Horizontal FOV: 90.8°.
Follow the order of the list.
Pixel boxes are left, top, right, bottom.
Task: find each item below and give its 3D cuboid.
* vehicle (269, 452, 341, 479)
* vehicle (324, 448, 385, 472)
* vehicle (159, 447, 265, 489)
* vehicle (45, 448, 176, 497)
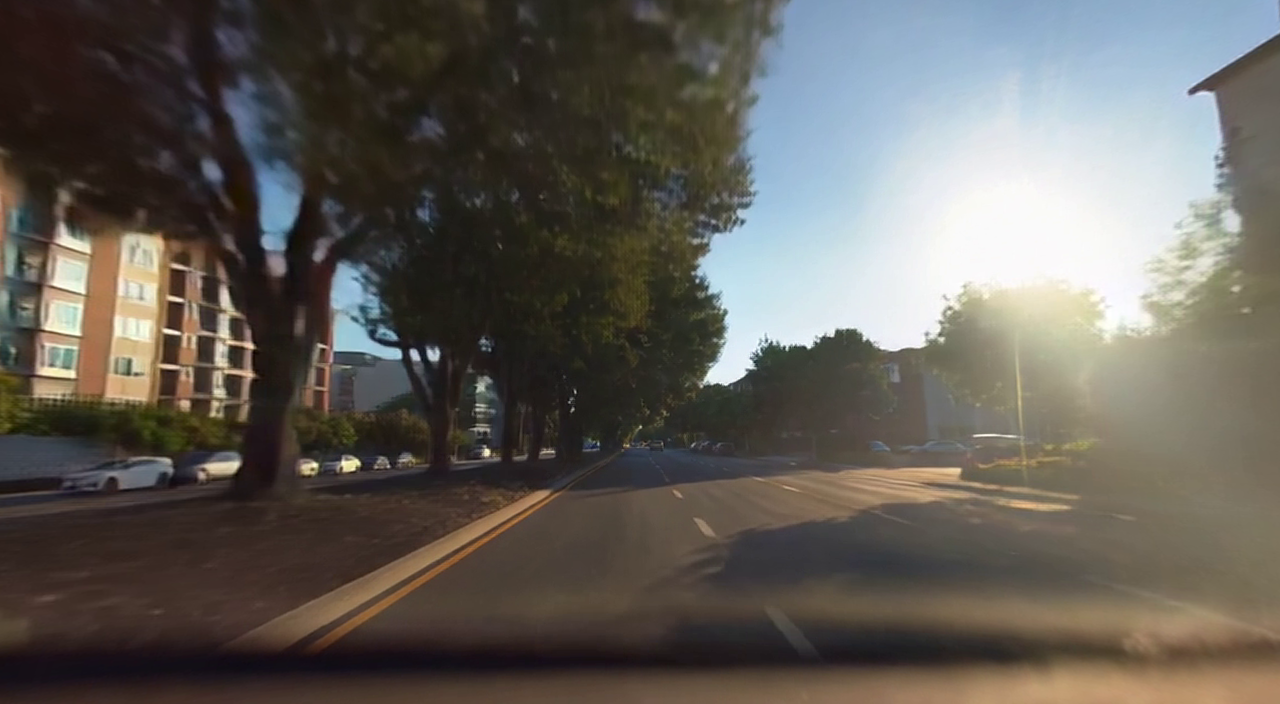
[{"bbox_3d":[-20.328,6.852,38.529,1.798,1.487,4.486,0,-8,2],"label":"vehicle"},{"bbox_3d":[-19.731,7.530,43.902,1.920,1.561,4.654,-1,-10,2],"label":"vehicle"},{"bbox_3d":[-21.211,5.742,31.604,1.879,1.757,4.656,-2,-7,3],"label":"vehicle"},{"bbox_3d":[-22.038,4.997,26.565,1.863,1.845,4.073,0,-8,1],"label":"vehicle"}]
